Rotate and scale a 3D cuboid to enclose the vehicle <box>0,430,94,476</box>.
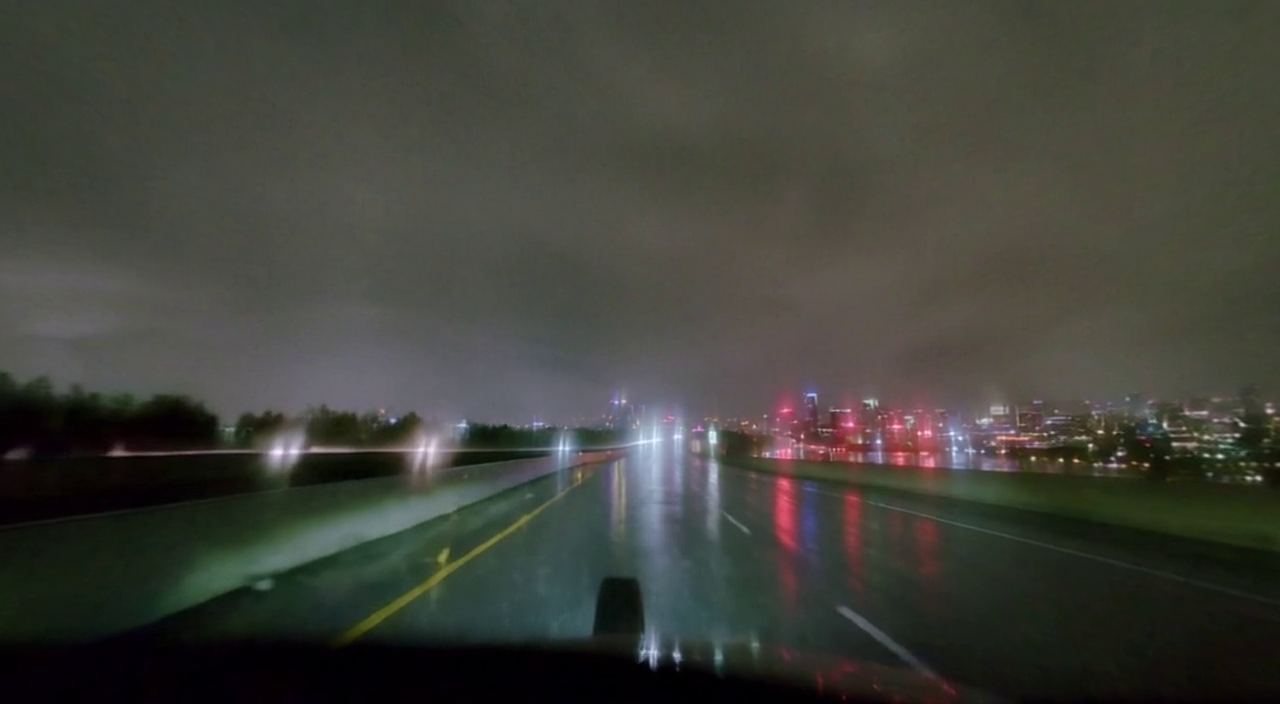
[{"bbox_3d":[-25.676,4.136,25.809,2.117,1.751,4.999,0,-9,-2],"label":"vehicle"}]
